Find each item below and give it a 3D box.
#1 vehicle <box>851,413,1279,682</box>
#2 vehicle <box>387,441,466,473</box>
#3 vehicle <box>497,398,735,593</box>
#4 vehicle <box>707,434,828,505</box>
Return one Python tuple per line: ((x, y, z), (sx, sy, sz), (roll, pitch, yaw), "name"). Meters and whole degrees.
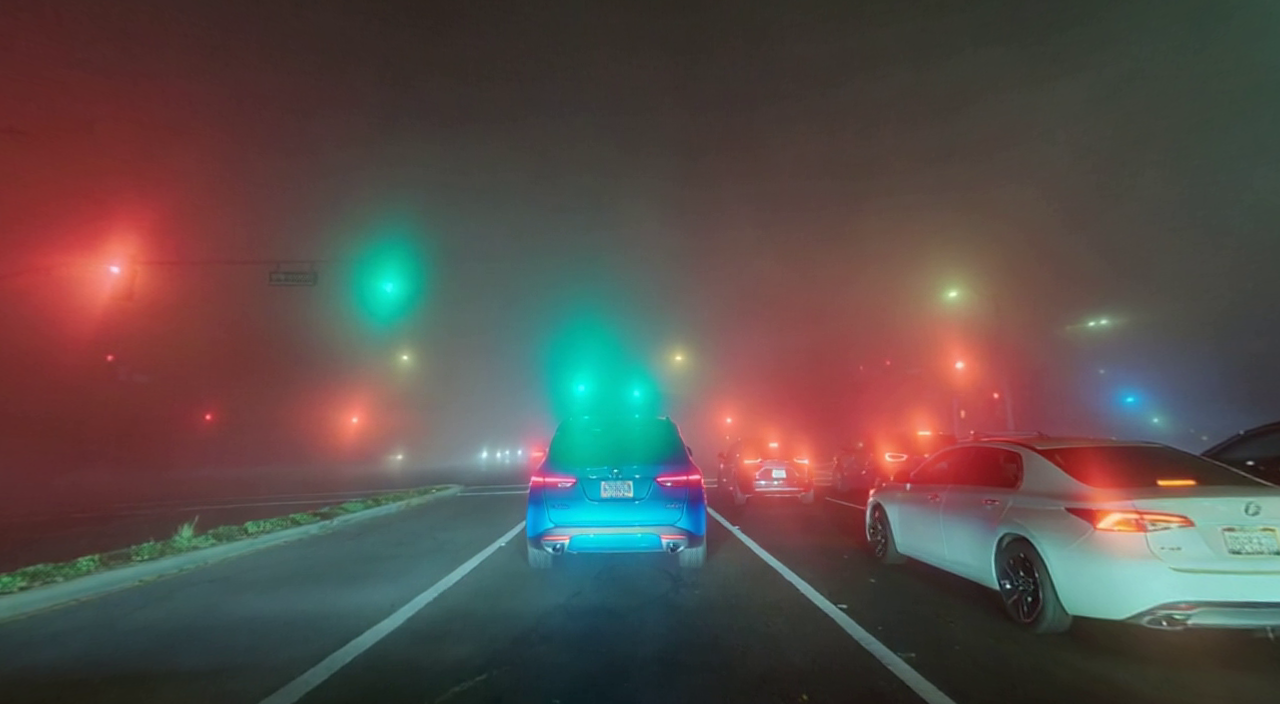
((3.617, 1.397, 5.696), (1.861, 1.478, 4.185), (0, -8, -2), "vehicle")
((-13.000, 6.337, 38.364), (4.972, 1.794, 2.186), (-7, -11, 39), "vehicle")
((-0.268, 1.560, 7.629), (2.101, 1.707, 3.904), (0, -8, -2), "vehicle")
((2.976, 2.852, 15.771), (1.950, 1.506, 4.086), (0, -8, -3), "vehicle")
